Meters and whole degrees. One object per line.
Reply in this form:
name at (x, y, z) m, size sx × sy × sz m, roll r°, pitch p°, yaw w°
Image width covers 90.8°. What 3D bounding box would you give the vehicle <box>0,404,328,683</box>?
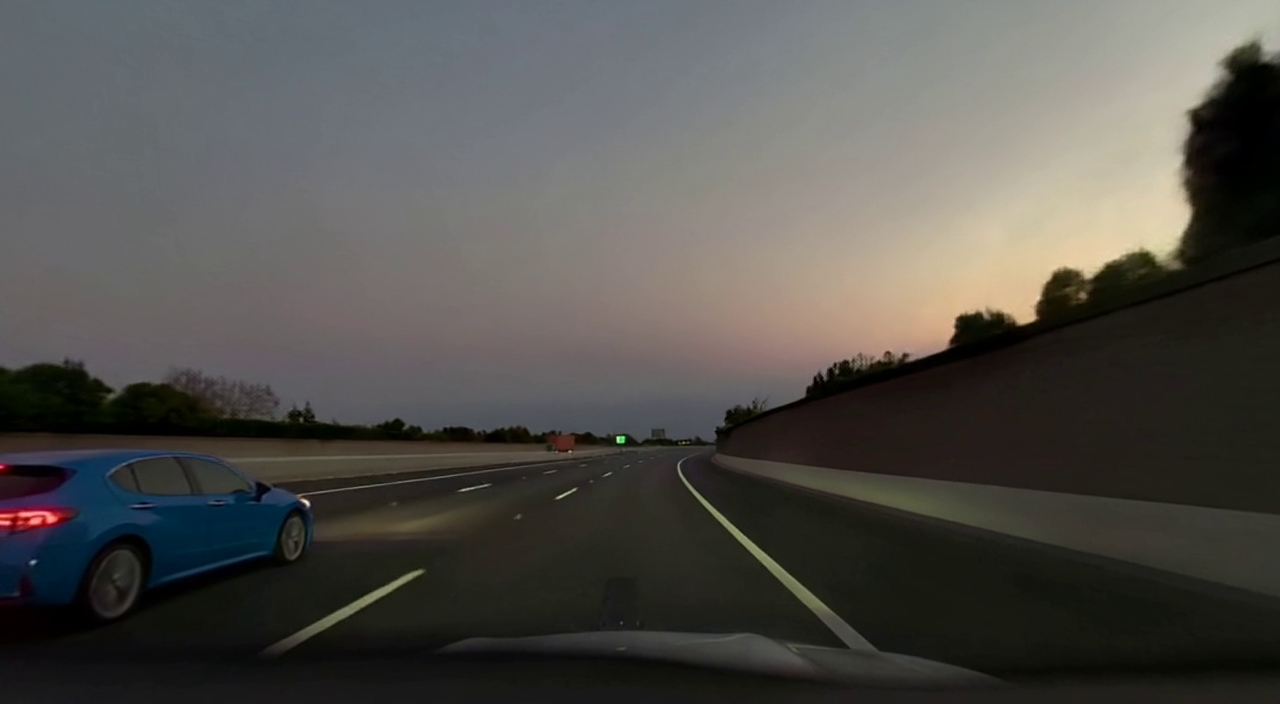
vehicle at (-4.448, 1.296, 5.071) m, size 1.928 × 1.504 × 3.745 m, roll 0°, pitch -9°, yaw 0°
